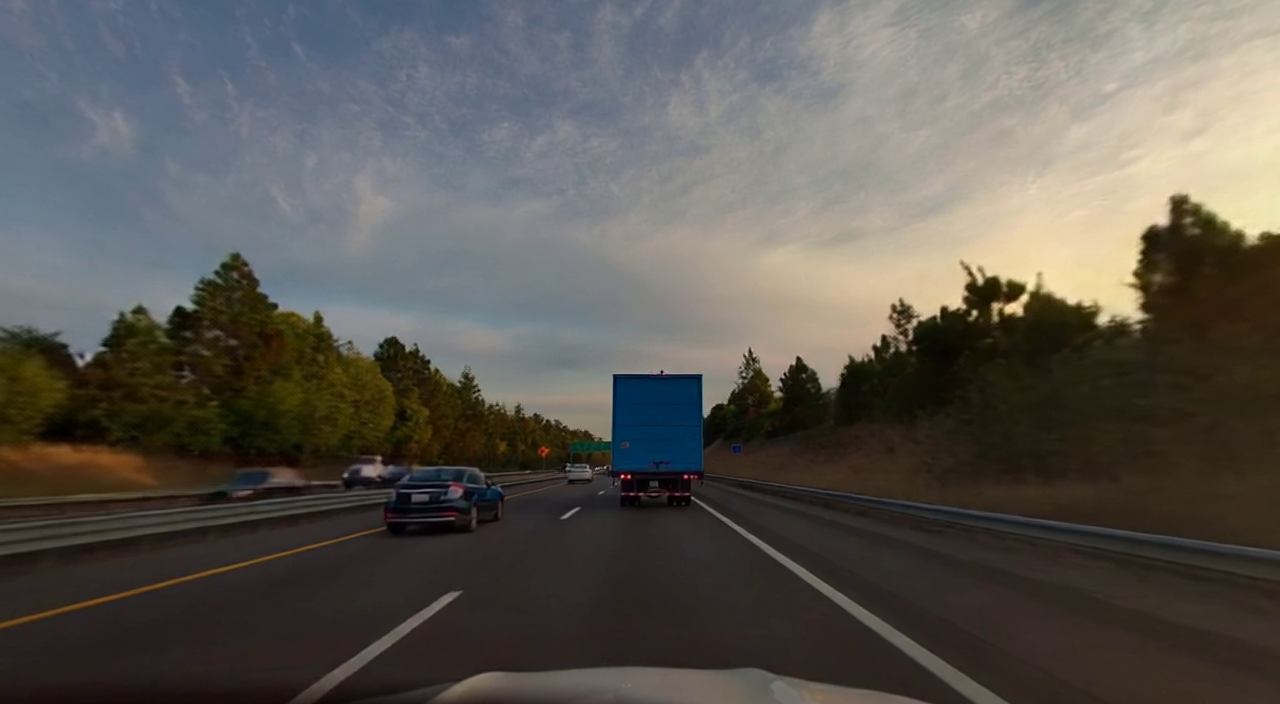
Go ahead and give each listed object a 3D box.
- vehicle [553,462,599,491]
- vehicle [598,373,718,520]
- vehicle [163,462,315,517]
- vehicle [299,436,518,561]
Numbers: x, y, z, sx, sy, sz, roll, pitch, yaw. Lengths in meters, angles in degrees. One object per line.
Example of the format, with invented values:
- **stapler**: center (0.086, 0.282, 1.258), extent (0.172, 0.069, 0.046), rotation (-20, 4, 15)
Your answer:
- **vehicle**: center (-3.589, 7.148, 36.372), extent (2.079, 1.506, 4.821), rotation (0, -10, 1)
- **vehicle**: center (0.441, 3.234, 20.728), extent (3.008, 3.678, 9.512), rotation (1, -10, 0)
- **vehicle**: center (-12.705, 4.376, 20.412), extent (1.980, 1.532, 4.448), rotation (1, -10, 0)
- **vehicle**: center (-3.671, 2.465, 11.128), extent (2.076, 1.691, 4.555), rotation (1, -10, 0)
